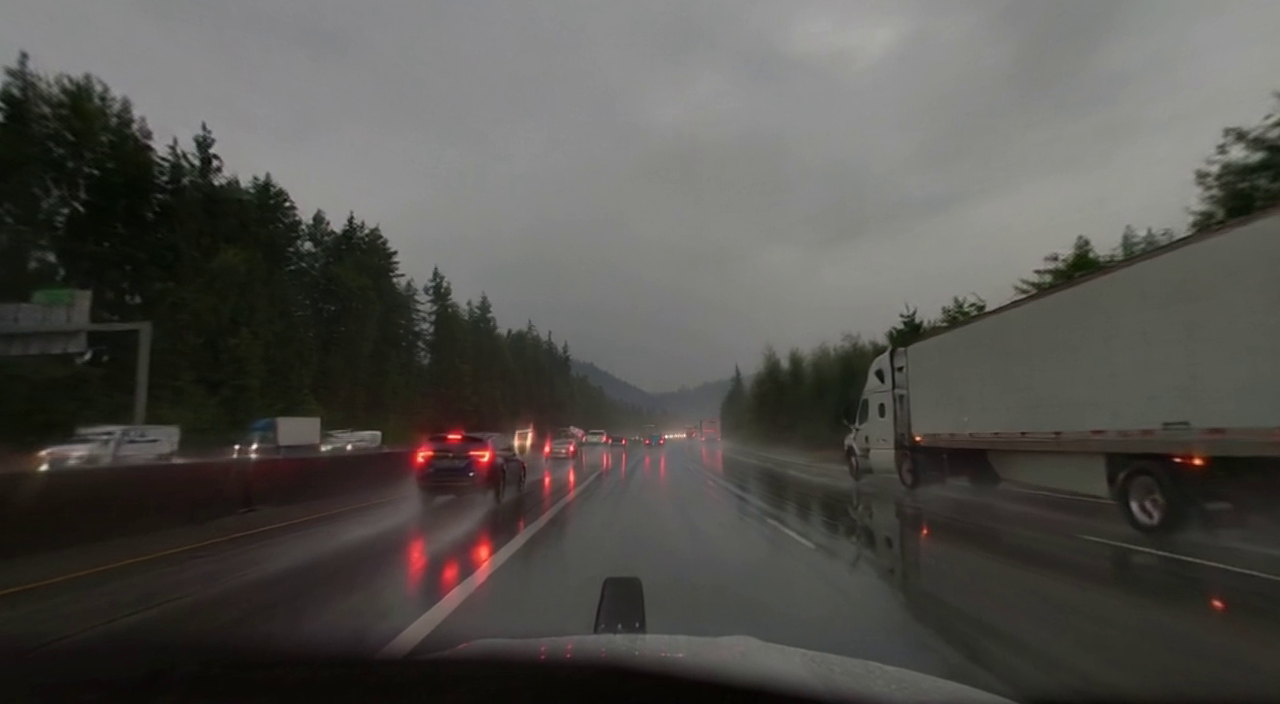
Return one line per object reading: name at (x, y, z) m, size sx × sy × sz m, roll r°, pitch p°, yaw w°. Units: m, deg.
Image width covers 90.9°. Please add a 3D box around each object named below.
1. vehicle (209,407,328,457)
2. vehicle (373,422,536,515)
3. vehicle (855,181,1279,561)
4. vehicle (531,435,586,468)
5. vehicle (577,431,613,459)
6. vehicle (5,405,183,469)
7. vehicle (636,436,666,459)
vehicle at (-27.420, 6.036, 47.254) m, size 3.004 × 3.311 × 9.145 m, roll 0°, pitch -8°, yaw 2°
vehicle at (-3.633, 2.348, 13.289) m, size 2.137 × 1.618 × 4.209 m, roll 0°, pitch -8°, yaw 0°
vehicle at (8.296, 0.972, 12.537) m, size 2.866 × 4.100 × 14.057 m, roll 0°, pitch -8°, yaw -1°
vehicle at (-3.836, 4.759, 30.311) m, size 2.013 × 1.460 × 4.027 m, roll 0°, pitch -8°, yaw 1°
vehicle at (-3.014, 6.297, 42.796) m, size 2.064 × 1.826 × 4.263 m, roll 0°, pitch -8°, yaw 1°
vehicle at (-31.945, 5.085, 37.583) m, size 2.853 × 3.353 × 8.451 m, roll 0°, pitch -8°, yaw 1°
vehicle at (0.760, 6.633, 44.006) m, size 2.004 × 1.465 × 3.842 m, roll 0°, pitch -8°, yaw 0°
